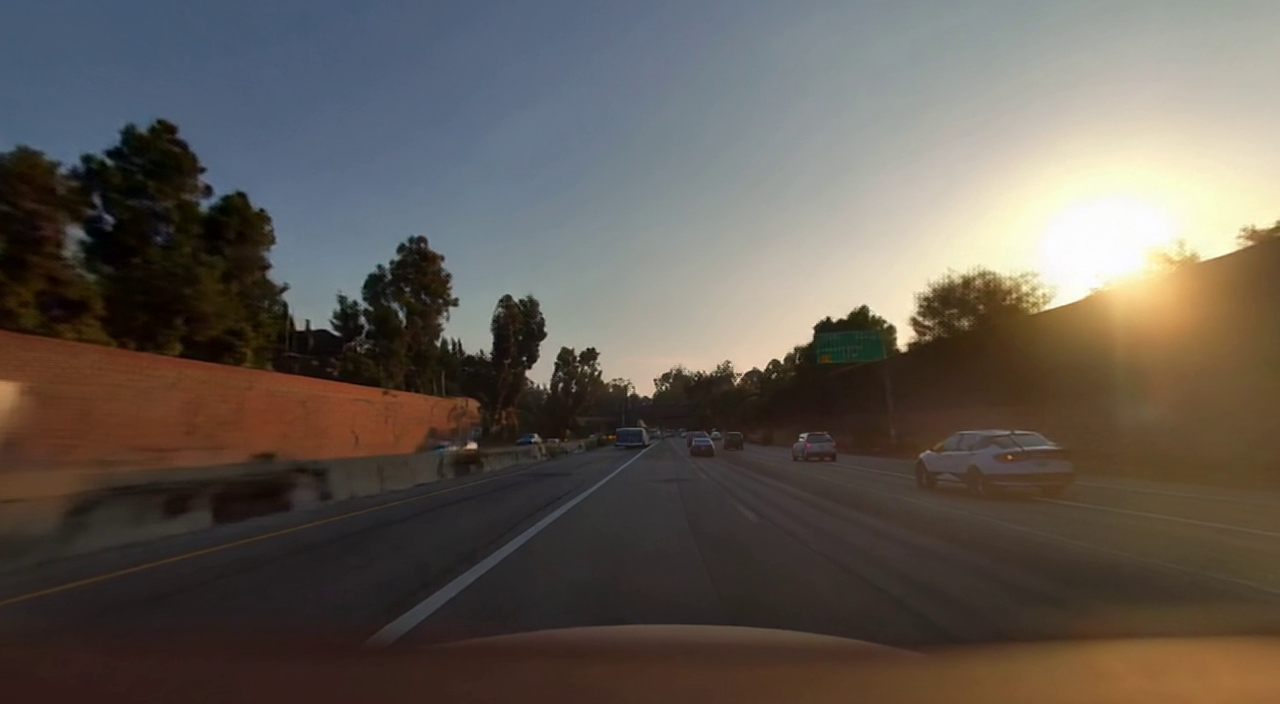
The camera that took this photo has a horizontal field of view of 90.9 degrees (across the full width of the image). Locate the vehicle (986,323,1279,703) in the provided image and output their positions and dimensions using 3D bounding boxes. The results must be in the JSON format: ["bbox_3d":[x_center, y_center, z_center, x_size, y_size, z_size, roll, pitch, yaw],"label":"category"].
[{"bbox_3d":[3.874,0.761,2.676,2.190,1.783,4.637,0,-8,1],"label":"vehicle"}]

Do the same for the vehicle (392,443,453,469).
[{"bbox_3d":[-13.059,6.286,38.214,1.958,1.466,4.559,0,-8,1],"label":"vehicle"}]
